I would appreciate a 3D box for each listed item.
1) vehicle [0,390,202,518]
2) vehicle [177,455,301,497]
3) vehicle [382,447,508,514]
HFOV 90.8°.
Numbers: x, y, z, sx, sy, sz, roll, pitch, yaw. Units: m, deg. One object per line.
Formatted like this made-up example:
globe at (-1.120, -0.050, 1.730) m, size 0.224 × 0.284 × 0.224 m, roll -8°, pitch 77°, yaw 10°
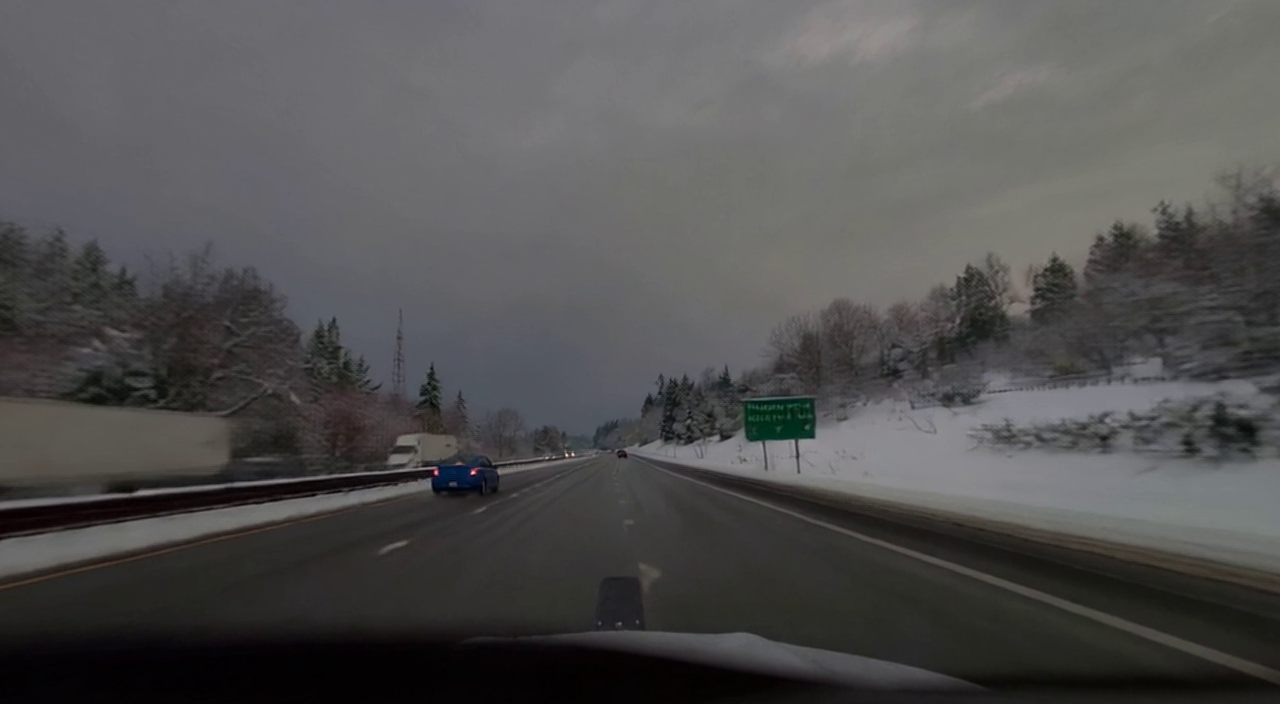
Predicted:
vehicle at (-22.050, 3.644, 22.618) m, size 2.901 × 4.037 × 14.315 m, roll 0°, pitch -9°, yaw -2°
vehicle at (-14.176, 4.370, 22.614) m, size 1.915 × 1.320 × 3.976 m, roll 0°, pitch -9°, yaw -1°
vehicle at (-4.934, 3.284, 16.606) m, size 2.121 × 1.537 × 3.852 m, roll 0°, pitch -9°, yaw -1°
